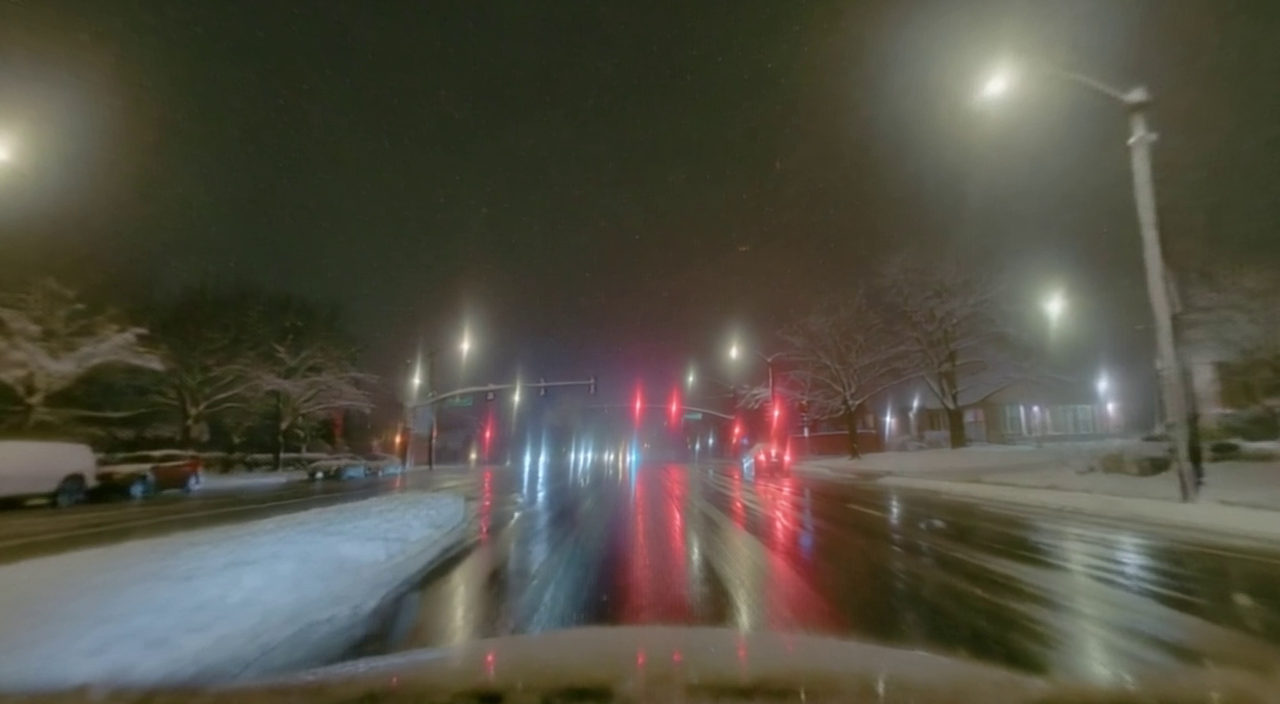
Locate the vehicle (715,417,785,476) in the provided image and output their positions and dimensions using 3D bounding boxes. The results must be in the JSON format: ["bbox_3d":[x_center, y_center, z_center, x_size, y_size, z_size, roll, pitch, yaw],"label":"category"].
[{"bbox_3d":[6.514,5.774,38.468,2.802,3.208,7.459,0,-9,-1],"label":"vehicle"}]

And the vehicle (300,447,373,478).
[{"bbox_3d":[-18.342,6.707,38.363,2.097,1.733,4.527,0,-9,1],"label":"vehicle"}]

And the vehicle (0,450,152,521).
[{"bbox_3d":[-15.408,3.373,16.444,1.917,1.577,3.995,0,-9,4],"label":"vehicle"}]

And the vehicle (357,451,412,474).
[{"bbox_3d":[-18.218,7.876,45.125,1.901,1.513,4.795,0,-9,0],"label":"vehicle"}]
